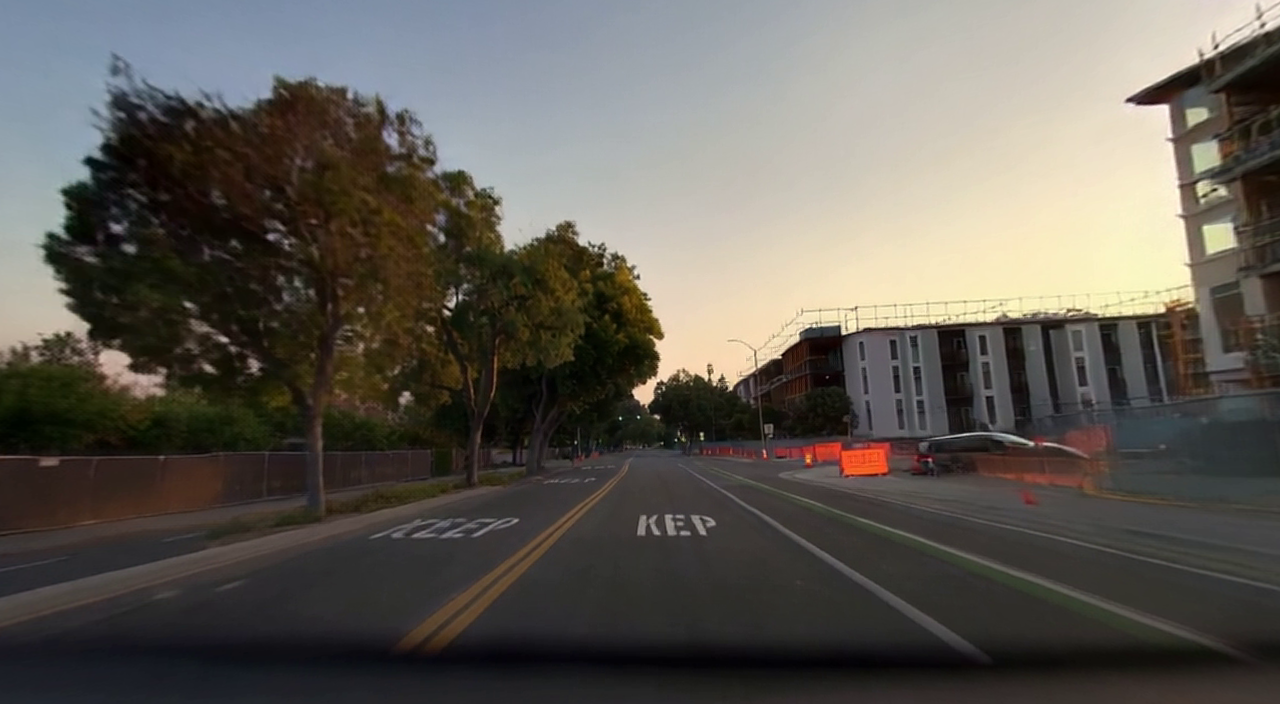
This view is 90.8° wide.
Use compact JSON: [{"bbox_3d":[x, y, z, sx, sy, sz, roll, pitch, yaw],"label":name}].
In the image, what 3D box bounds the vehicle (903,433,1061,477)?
[{"bbox_3d":[11.601,3.536,21.680,4.251,1.418,1.896,-1,-8,3],"label":"vehicle"}]
